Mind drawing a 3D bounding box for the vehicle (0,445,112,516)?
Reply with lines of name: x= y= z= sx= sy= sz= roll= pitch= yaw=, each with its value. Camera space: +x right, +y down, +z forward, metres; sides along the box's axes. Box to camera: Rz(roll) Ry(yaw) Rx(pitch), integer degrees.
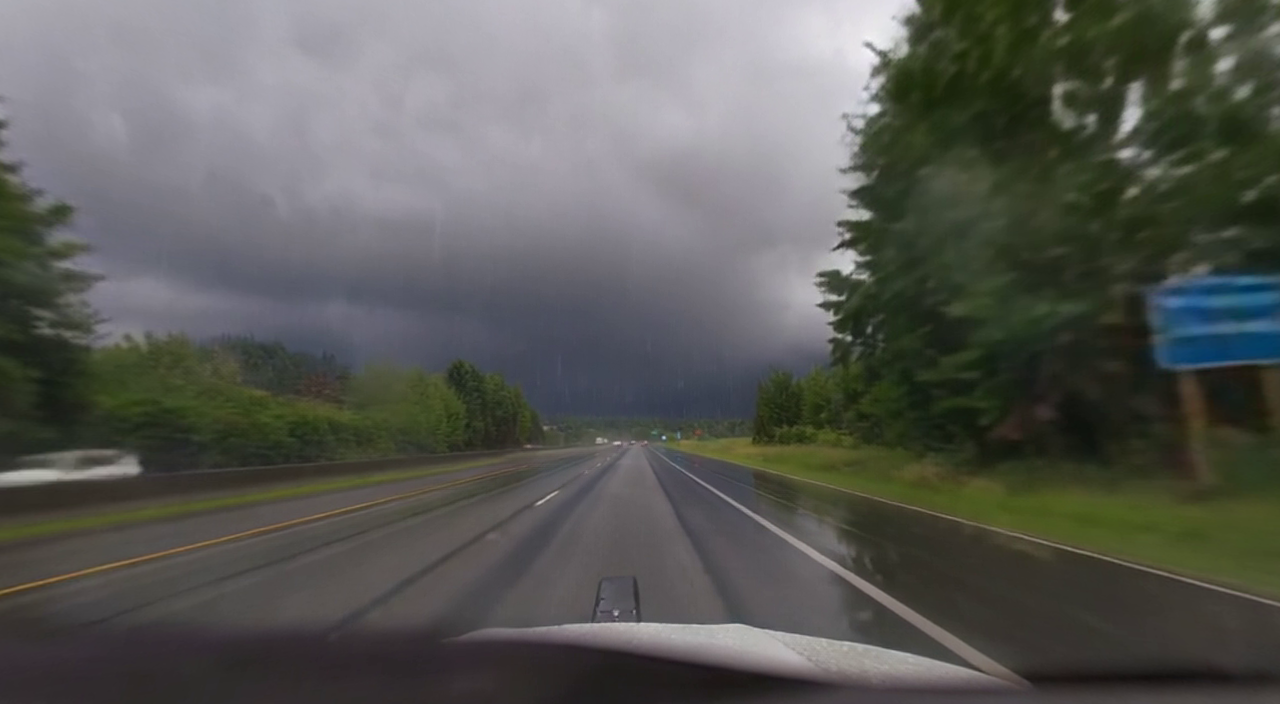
vehicle: x=-16.304 y=3.247 z=16.167 sx=1.892 sy=1.661 sz=4.143 roll=0 pitch=-8 yaw=-1
